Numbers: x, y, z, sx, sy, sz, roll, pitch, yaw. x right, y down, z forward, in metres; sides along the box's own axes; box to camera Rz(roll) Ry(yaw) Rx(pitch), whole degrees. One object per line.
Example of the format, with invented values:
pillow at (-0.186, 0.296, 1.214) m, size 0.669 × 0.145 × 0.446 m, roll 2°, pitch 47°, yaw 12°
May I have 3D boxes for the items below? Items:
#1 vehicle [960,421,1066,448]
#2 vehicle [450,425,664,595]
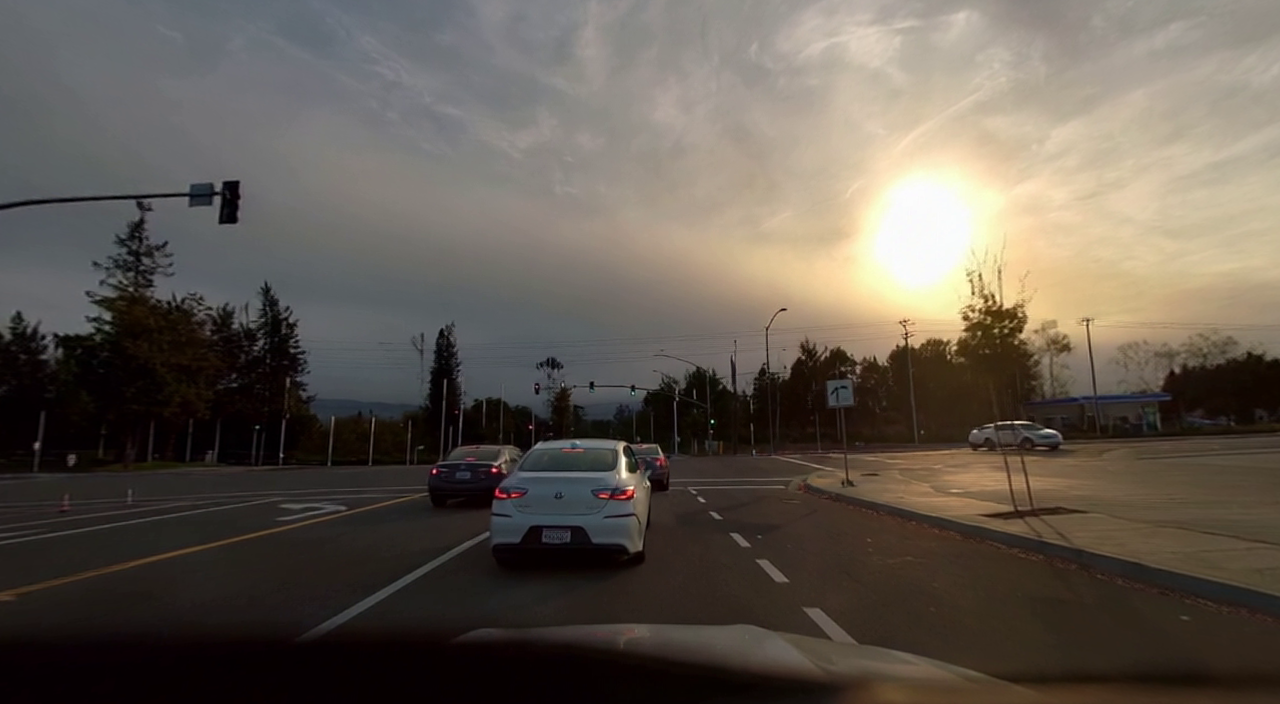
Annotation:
vehicle at (21.802, 4.861, 37.044) m, size 4.874 × 1.502 × 2.048 m, roll 0°, pitch -8°, yaw 1°
vehicle at (-0.669, 1.751, 7.962) m, size 1.916 × 1.510 × 4.447 m, roll 0°, pitch -8°, yaw 2°
